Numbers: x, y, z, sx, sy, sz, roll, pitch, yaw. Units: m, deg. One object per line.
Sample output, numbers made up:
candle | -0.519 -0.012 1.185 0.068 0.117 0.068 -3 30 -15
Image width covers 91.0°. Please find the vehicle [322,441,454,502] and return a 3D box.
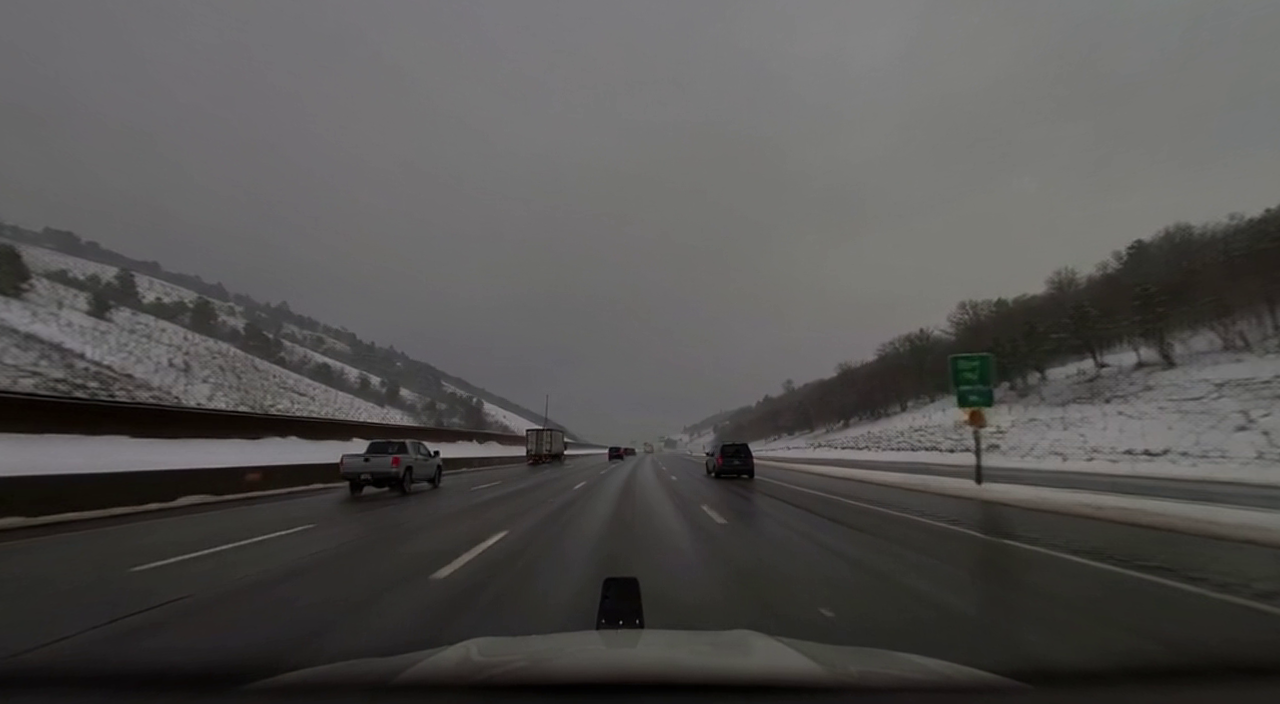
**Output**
vehicle | -7.189 3.454 18.646 1.935 1.550 4.883 0 -9 -1

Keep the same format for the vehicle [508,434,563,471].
vehicle | -7.699 7.538 47.412 2.937 2.509 7.090 0 -9 0

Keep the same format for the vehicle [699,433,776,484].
vehicle | 3.688 4.157 24.816 2.231 1.789 4.700 0 -9 -1
